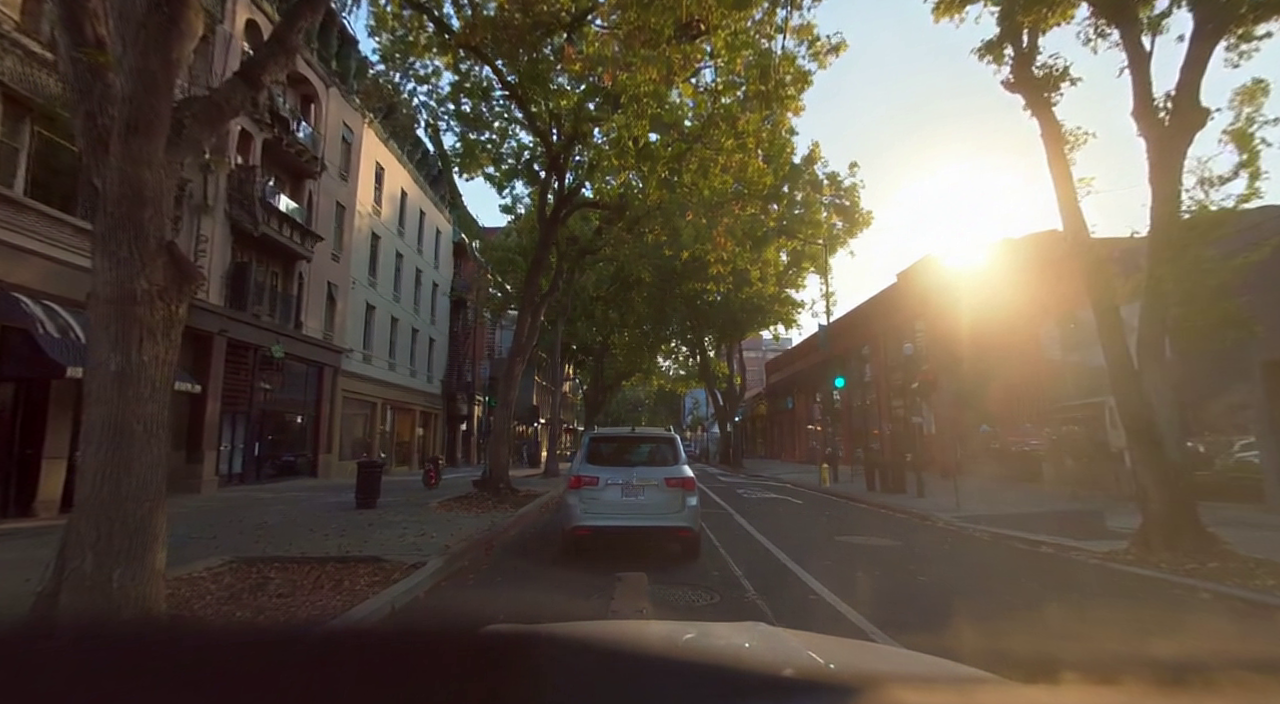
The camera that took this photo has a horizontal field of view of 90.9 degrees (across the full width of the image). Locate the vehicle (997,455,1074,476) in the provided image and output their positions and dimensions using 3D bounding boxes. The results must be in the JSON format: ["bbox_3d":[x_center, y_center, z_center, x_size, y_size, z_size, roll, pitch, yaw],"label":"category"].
[{"bbox_3d":[29.818,8.566,47.588,4.668,1.441,1.904,1,-9,-6],"label":"vehicle"}]

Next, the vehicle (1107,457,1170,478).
[{"bbox_3d":[37.590,8.707,47.568,3.445,1.363,1.608,2,-9,-1],"label":"vehicle"}]

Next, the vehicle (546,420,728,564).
[{"bbox_3d":[-0.081,1.894,9.222,2.079,1.621,3.861,0,-8,-1],"label":"vehicle"}]
